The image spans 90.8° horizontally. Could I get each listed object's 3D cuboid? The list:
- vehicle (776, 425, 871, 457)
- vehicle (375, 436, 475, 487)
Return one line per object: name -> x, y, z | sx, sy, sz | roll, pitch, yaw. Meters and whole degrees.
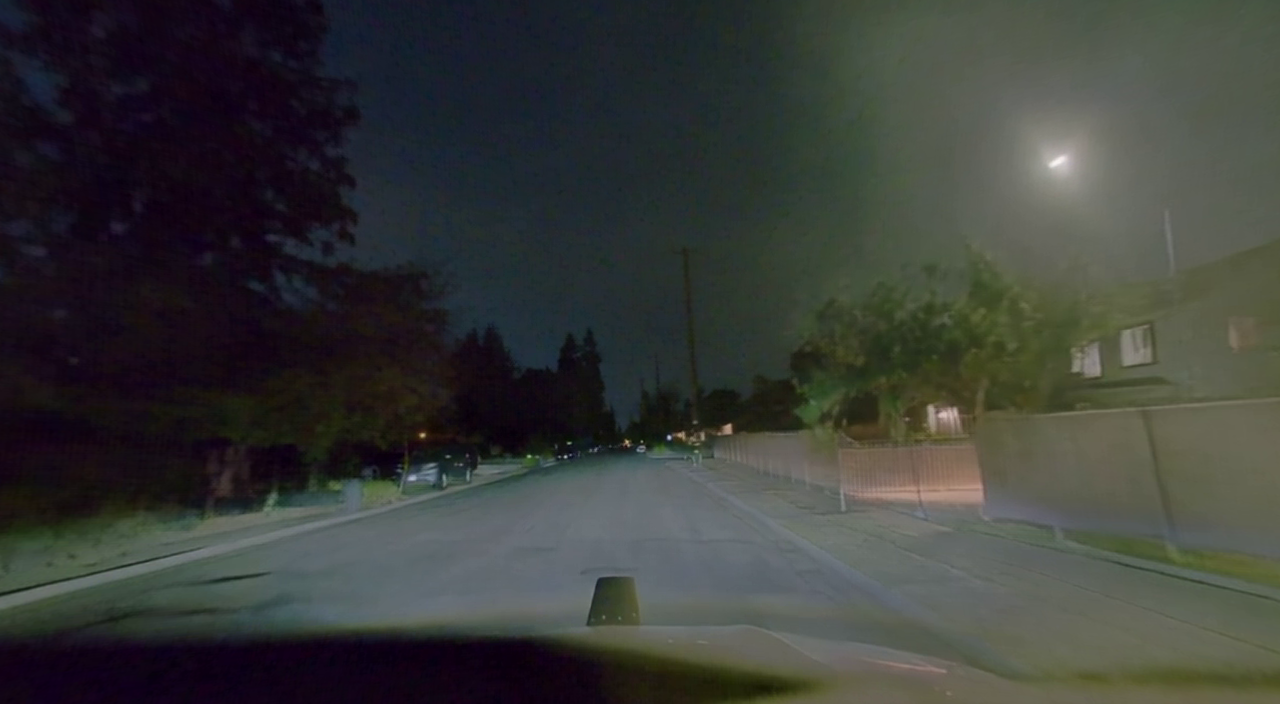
vehicle -> 11.743, 5.717, 40.692 | 5.367, 1.953, 2.257 | 1, -9, -7
vehicle -> -8.627, 4.477, 25.965 | 2.352, 1.843, 4.979 | -1, -10, 0
